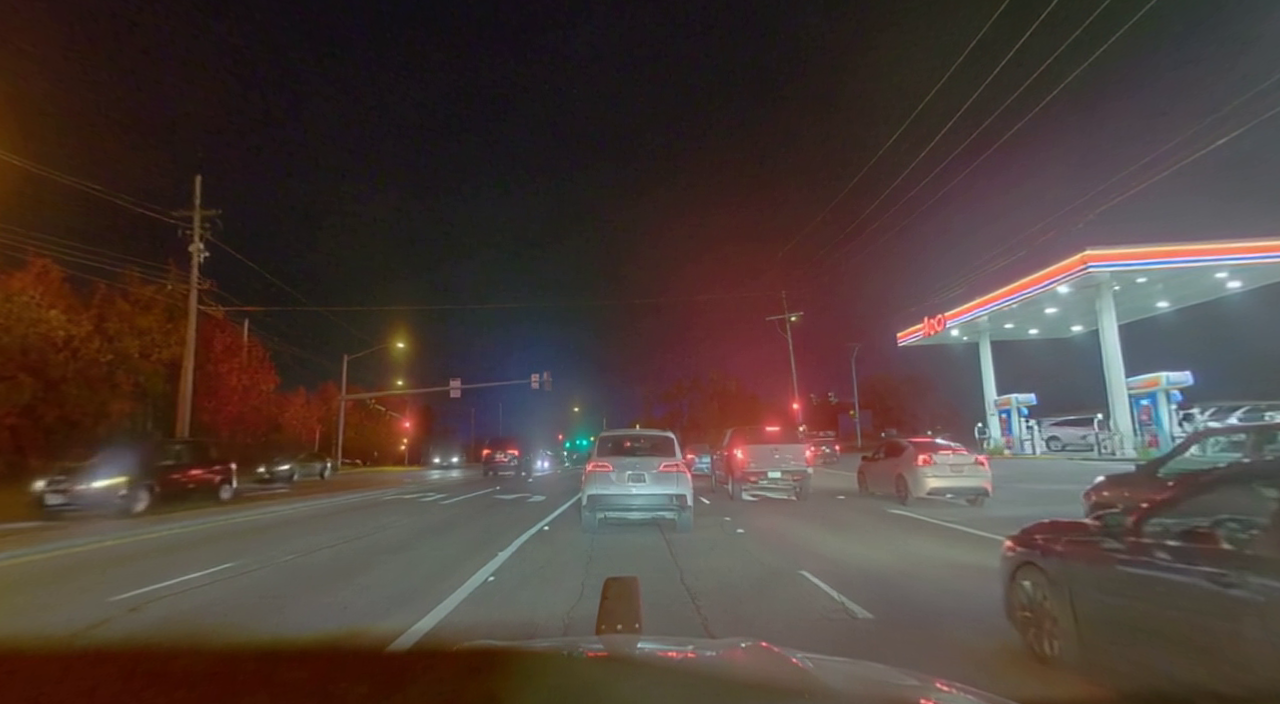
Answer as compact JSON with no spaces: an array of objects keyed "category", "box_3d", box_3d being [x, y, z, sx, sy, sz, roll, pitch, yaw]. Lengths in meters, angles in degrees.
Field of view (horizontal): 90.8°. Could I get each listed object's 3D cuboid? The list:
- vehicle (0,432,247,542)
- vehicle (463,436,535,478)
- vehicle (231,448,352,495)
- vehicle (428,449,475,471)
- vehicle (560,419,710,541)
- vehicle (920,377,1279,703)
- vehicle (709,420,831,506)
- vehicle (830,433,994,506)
[{"category":"vehicle","box_3d":[-10.300,2.578,12.684,2.075,1.719,4.396,-3,-8,-1]},{"category":"vehicle","box_3d":[-6.437,4.861,29.474,2.190,1.795,4.993,0,-9,0]},{"category":"vehicle","box_3d":[-13.722,4.706,25.285,2.100,1.656,4.724,0,-8,1]},{"category":"vehicle","box_3d":[-13.636,7.804,45.999,1.997,1.480,4.561,0,-9,0]},{"category":"vehicle","box_3d":[-0.128,2.088,10.900,2.087,1.677,4.053,0,-9,-2]},{"category":"vehicle","box_3d":[3.020,0.861,2.225,2.006,1.483,4.278,0,-9,-1]},{"category":"vehicle","box_3d":[3.034,2.701,15.750,2.049,1.813,4.245,0,-9,-1]},{"category":"vehicle","box_3d":[6.334,2.783,15.408,1.829,1.494,4.552,0,-9,-2]}]
